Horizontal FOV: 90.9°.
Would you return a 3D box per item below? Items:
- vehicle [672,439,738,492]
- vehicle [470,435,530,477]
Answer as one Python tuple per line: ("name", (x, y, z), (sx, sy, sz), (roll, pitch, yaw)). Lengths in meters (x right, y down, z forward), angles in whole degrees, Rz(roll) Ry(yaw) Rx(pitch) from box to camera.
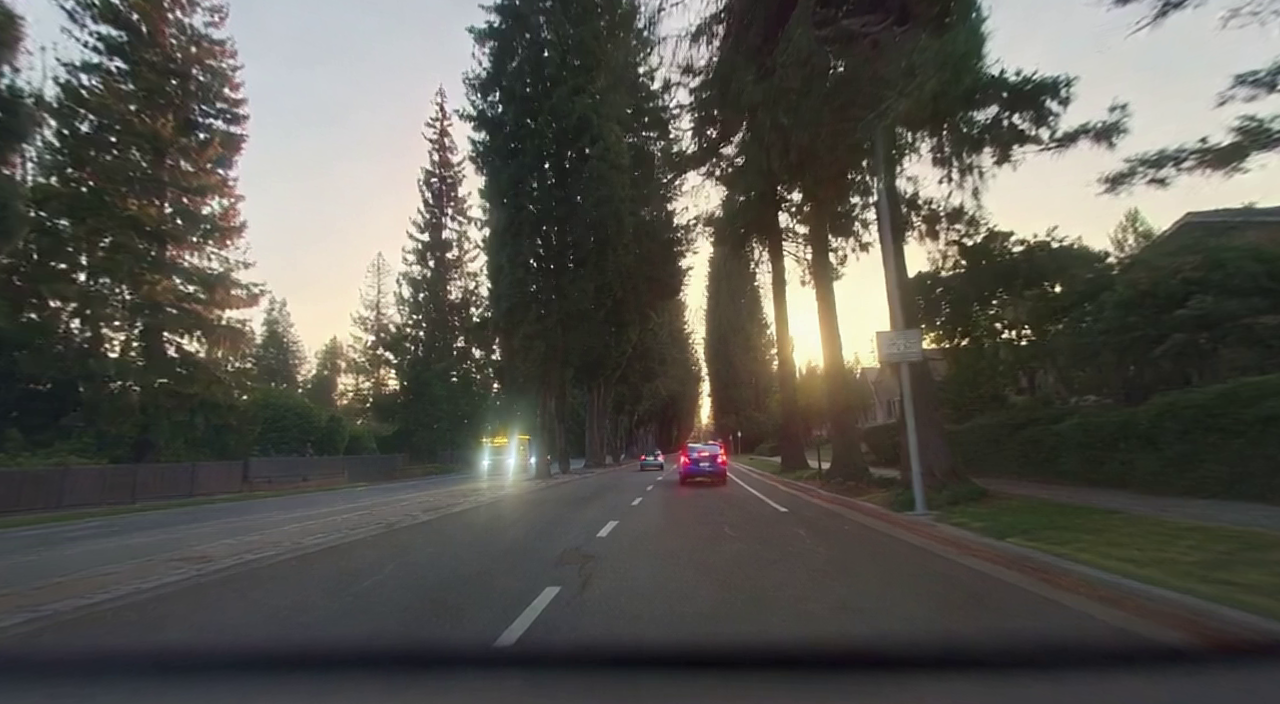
("vehicle", (2.144, 3.849, 21.821), (2.052, 1.639, 4.123), (-1, -8, 3))
("vehicle", (-10.424, 7.816, 47.537), (2.661, 2.737, 6.092), (-5, -9, 4))
